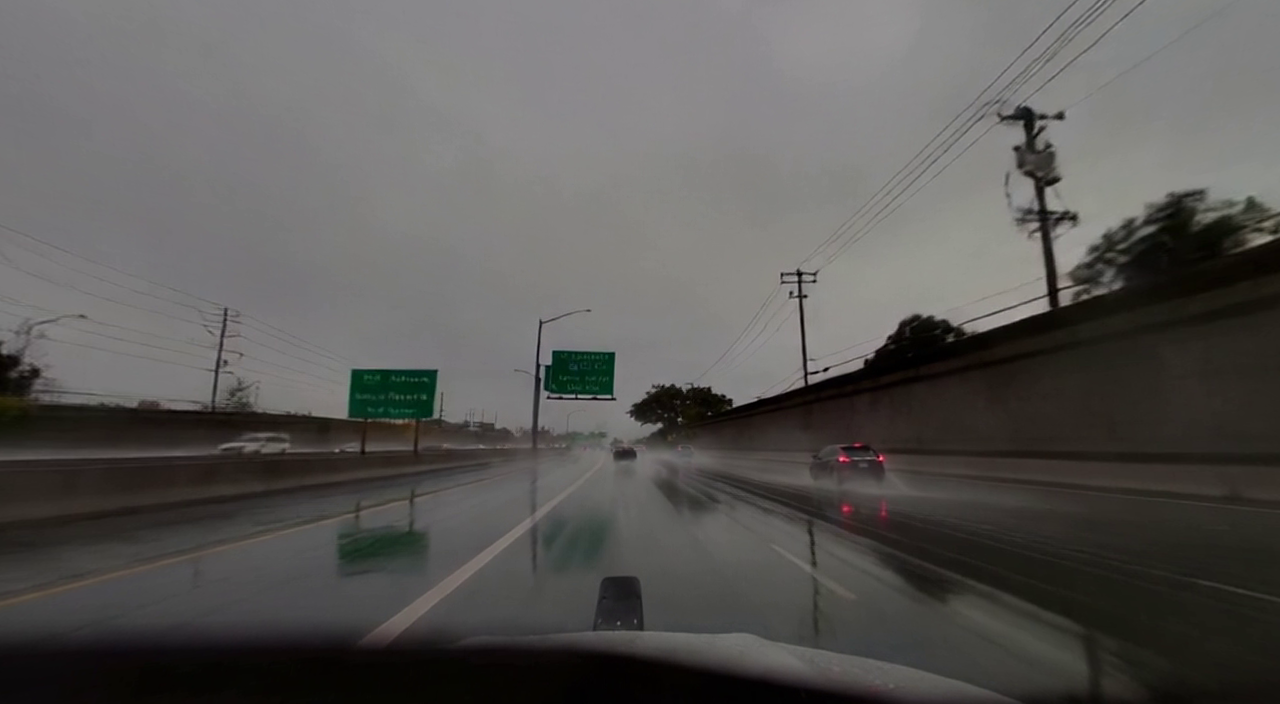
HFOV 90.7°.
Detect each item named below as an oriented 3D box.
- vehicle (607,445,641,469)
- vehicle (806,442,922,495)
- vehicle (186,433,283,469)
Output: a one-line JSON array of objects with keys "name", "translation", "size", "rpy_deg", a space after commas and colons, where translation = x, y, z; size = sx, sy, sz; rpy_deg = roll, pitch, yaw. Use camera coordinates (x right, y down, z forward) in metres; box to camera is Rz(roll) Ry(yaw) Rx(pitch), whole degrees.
[{"name": "vehicle", "translation": [-1.132, 6.940, 42.082], "size": [2.109, 1.489, 4.027], "rpy_deg": [0, -9, -4]}, {"name": "vehicle", "translation": [6.732, 3.538, 19.575], "size": [1.876, 1.451, 4.154], "rpy_deg": [0, -9, -3]}, {"name": "vehicle", "translation": [-24.402, 6.001, 38.458], "size": [2.250, 1.966, 5.757], "rpy_deg": [0, -9, -2]}]
